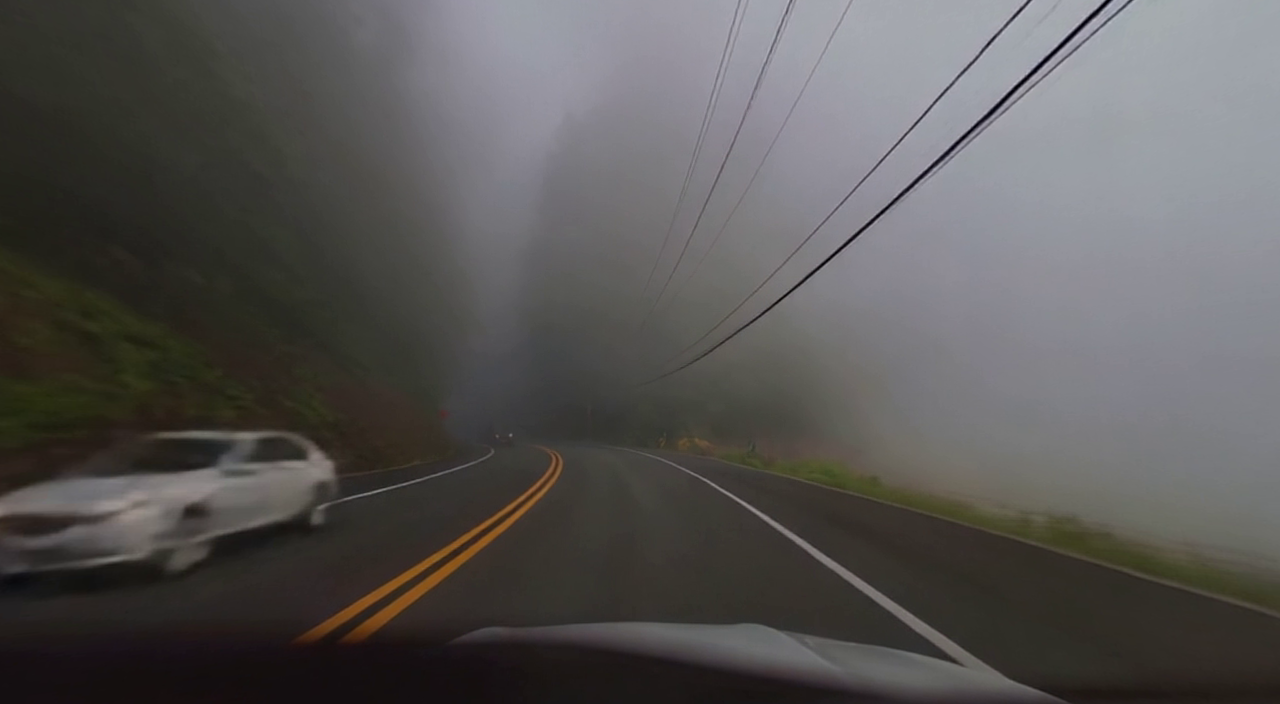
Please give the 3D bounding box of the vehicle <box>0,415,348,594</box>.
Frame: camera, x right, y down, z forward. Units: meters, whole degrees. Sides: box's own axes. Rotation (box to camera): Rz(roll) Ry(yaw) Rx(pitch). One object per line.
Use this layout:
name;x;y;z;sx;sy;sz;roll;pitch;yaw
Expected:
vehicle;-5.422;1.576;7.419;2.060;1.466;4.263;0;-8;-2
